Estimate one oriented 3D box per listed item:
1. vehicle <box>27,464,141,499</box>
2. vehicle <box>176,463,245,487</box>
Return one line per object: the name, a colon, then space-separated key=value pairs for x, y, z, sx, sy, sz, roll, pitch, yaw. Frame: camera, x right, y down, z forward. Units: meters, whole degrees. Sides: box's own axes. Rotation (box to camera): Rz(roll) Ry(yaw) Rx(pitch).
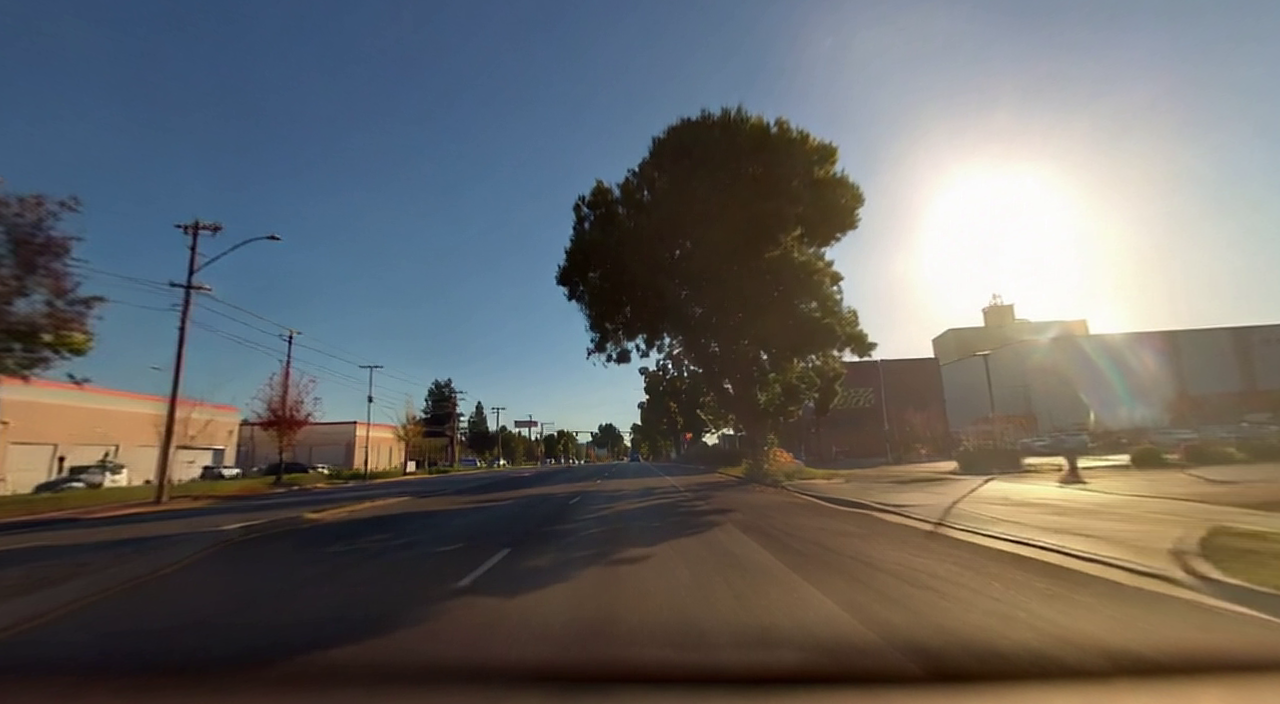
vehicle: x=-27.612 y=6.414 z=31.644 sx=1.808 sy=1.441 sz=4.386 roll=-1 pitch=-9 yaw=-1
vehicle: x=-32.881 y=9.372 z=48.471 sx=3.976 sy=1.504 sz=1.896 roll=-3 pitch=-7 yaw=1
